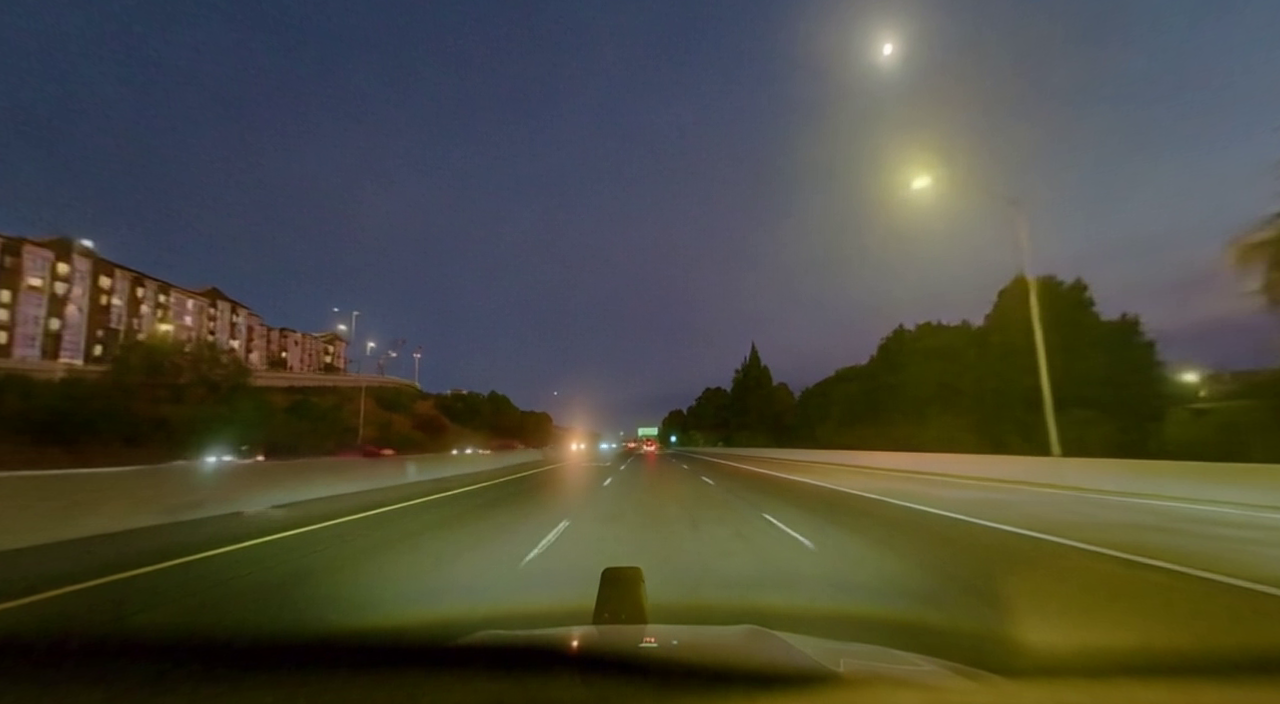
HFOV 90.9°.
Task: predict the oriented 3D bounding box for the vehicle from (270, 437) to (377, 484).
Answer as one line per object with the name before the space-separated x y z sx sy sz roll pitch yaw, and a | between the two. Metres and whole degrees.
vehicle | -11.235 3.860 22.693 1.793 1.529 3.761 0 -8 2
